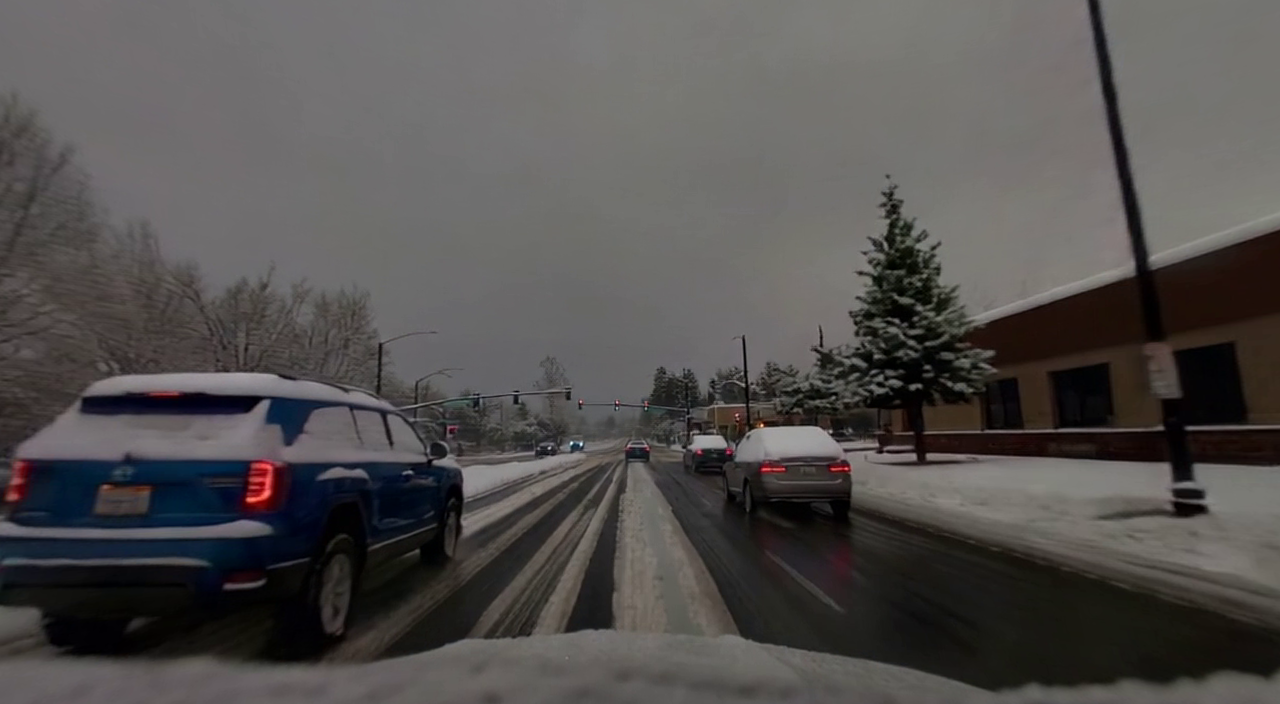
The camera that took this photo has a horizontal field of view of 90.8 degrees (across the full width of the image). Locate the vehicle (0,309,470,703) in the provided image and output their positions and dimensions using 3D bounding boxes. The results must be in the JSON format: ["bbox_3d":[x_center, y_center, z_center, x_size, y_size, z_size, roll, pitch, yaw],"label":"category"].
[{"bbox_3d":[-3.357,1.172,5.840,2.368,2.037,5.319,0,-9,-4],"label":"vehicle"}]

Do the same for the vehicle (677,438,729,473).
[{"bbox_3d":[2.868,4.811,29.607,1.842,1.480,4.155,0,-8,-2],"label":"vehicle"}]

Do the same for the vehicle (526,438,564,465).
[{"bbox_3d":[-6.787,7.130,45.472,2.136,1.837,4.669,0,-8,-2],"label":"vehicle"}]

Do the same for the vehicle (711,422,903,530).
[{"bbox_3d":[2.759,2.199,11.833,2.174,1.596,4.779,0,-8,-1],"label":"vehicle"}]

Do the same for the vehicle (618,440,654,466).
[{"bbox_3d":[-0.280,6.100,38.127,2.008,1.464,4.052,0,-8,-1],"label":"vehicle"}]
